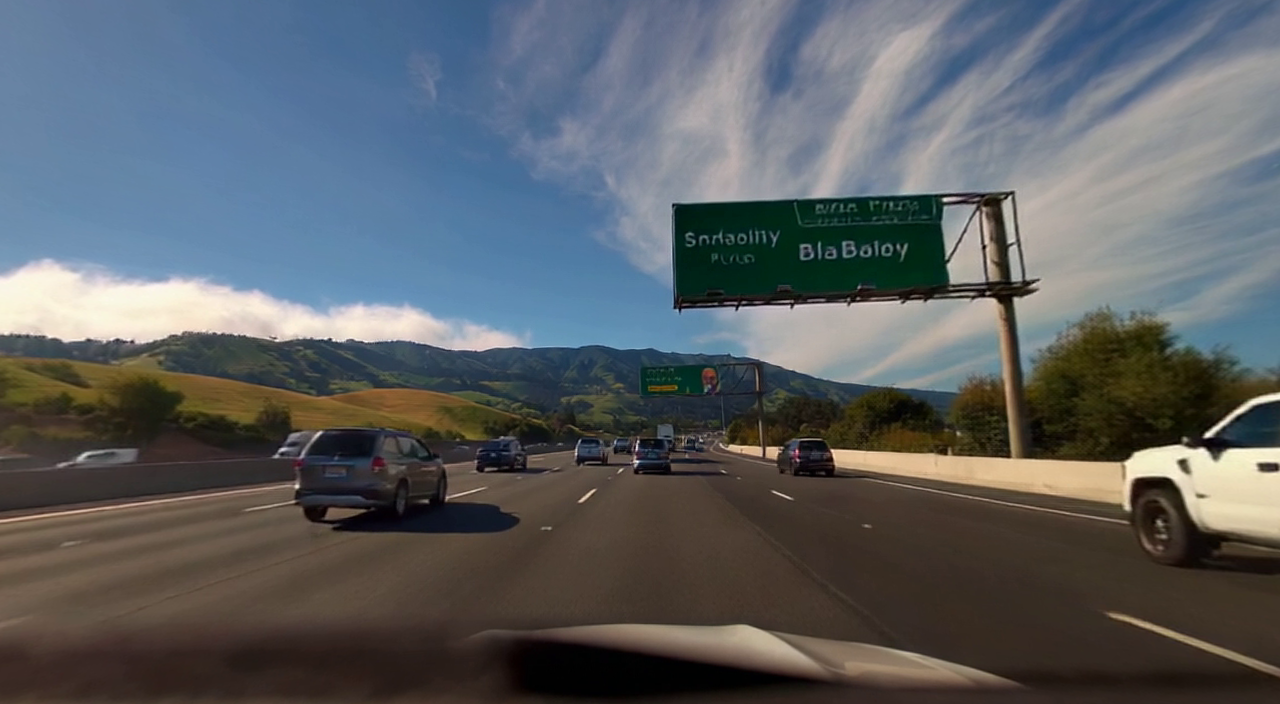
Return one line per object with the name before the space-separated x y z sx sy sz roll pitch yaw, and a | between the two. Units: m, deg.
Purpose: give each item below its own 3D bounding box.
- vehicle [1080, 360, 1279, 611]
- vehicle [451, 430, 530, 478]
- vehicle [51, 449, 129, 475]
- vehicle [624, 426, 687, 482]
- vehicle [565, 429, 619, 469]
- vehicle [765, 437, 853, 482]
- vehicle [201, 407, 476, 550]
vehicle | 5.812 0.945 4.400 2.029 1.859 4.669 0 -8 -1
vehicle | -6.094 4.212 26.307 2.036 1.813 4.564 -1 -8 2
vehicle | -36.246 7.231 41.672 1.736 1.482 3.649 -3 -8 3
vehicle | 0.571 3.640 22.640 2.052 1.808 3.898 -1 -8 2
vehicle | -2.492 5.256 34.343 2.316 1.999 5.765 -1 -8 2
vehicle | 6.031 3.874 23.111 1.998 1.456 4.338 0 -8 0
vehicle | -4.492 1.974 10.590 2.160 1.799 5.001 0 -8 0
